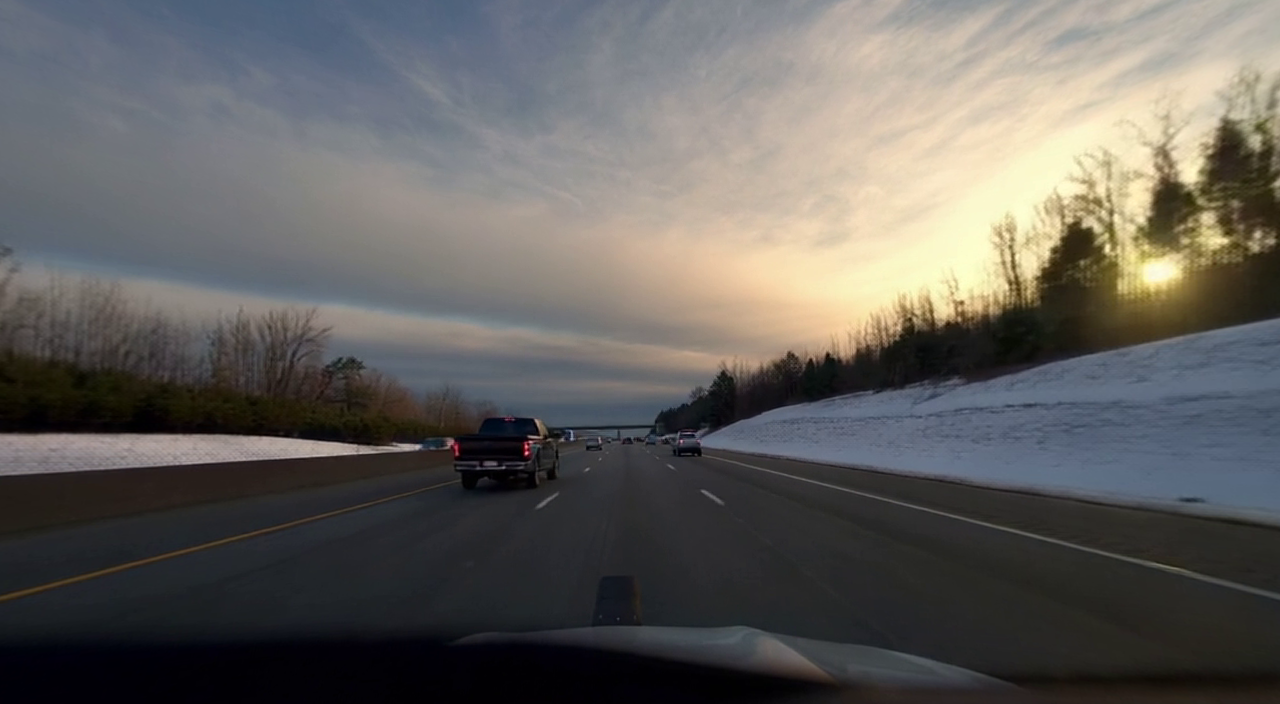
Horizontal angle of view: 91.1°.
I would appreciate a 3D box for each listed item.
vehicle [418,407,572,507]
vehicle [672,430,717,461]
[{"bbox_3d":[-2.846,2.196,13.631,2.185,1.772,4.656,0,-8,1],"label":"vehicle"},{"bbox_3d":[3.191,5.583,37.655,2.124,1.696,4.173,0,-8,-2],"label":"vehicle"}]
